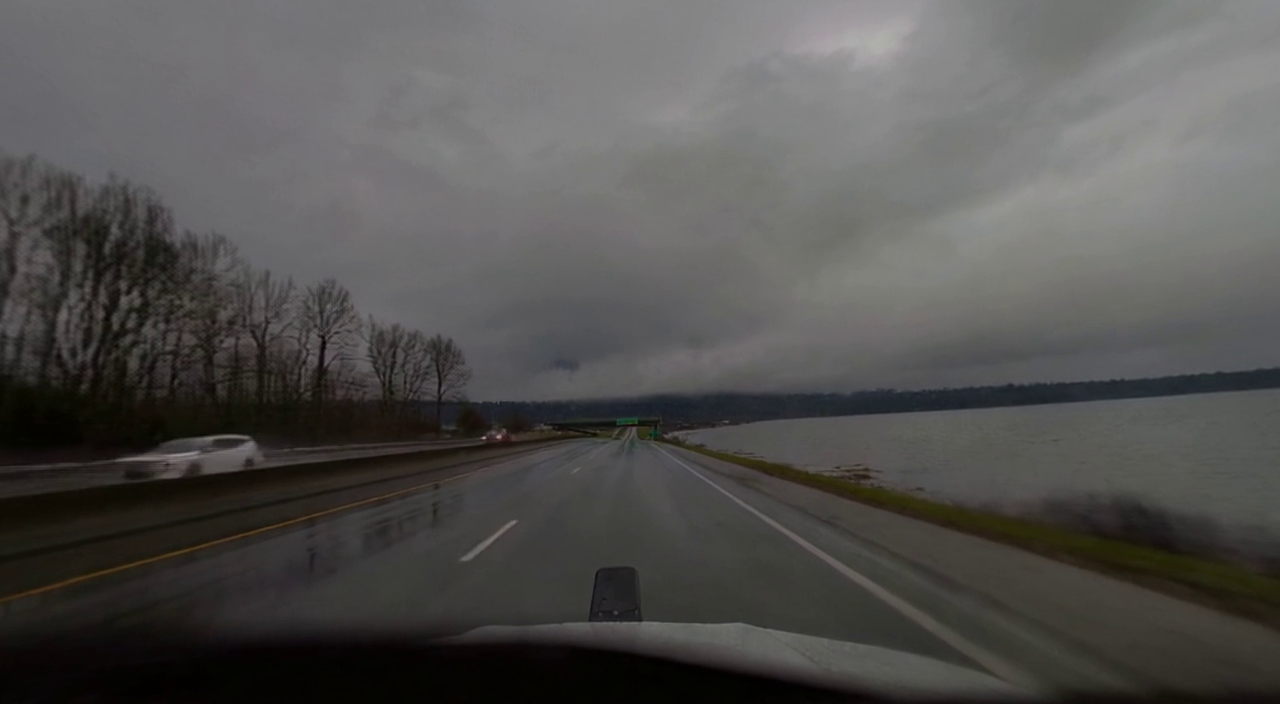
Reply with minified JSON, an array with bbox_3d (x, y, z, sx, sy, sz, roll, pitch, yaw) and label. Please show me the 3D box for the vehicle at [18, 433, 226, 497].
[{"bbox_3d":[-13.925,3.029,17.364,1.892,1.508,4.530,0,-8,0],"label":"vehicle"}]
